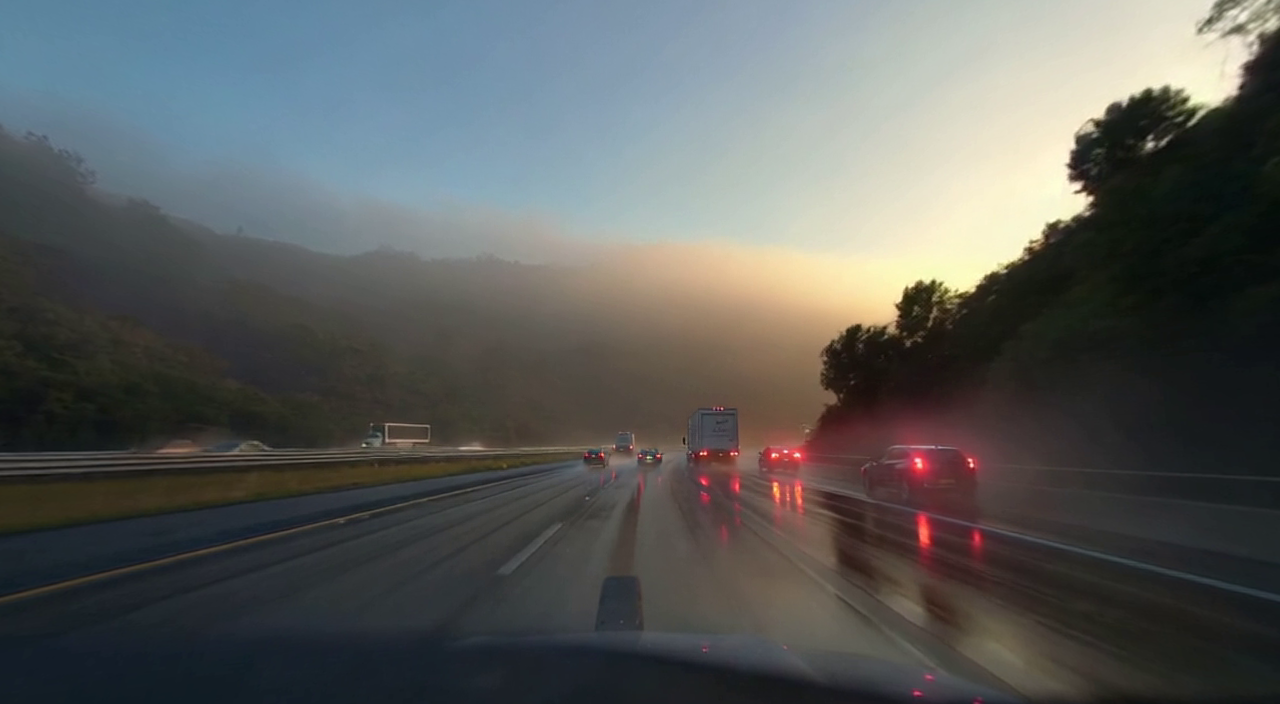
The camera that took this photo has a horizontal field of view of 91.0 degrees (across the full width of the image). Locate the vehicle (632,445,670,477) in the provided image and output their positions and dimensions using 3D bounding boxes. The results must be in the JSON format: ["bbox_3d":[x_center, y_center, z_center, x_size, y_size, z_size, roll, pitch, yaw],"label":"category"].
[{"bbox_3d":[0.564,5.547,32.330,1.866,1.492,3.932,0,-9,1],"label":"vehicle"}]

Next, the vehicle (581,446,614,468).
[{"bbox_3d":[-3.080,7.739,46.600,2.132,1.506,4.256,0,-9,0],"label":"vehicle"}]

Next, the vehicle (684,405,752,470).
[{"bbox_3d":[4.814,5.666,41.167,3.130,3.607,11.129,0,-9,1],"label":"vehicle"}]

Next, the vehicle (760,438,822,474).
[{"bbox_3d":[8.006,5.548,33.862,2.143,1.775,4.729,0,-9,0],"label":"vehicle"}]

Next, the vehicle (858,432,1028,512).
[{"bbox_3d":[7.241,2.902,15.694,2.044,1.676,4.421,0,-9,0],"label":"vehicle"}]
